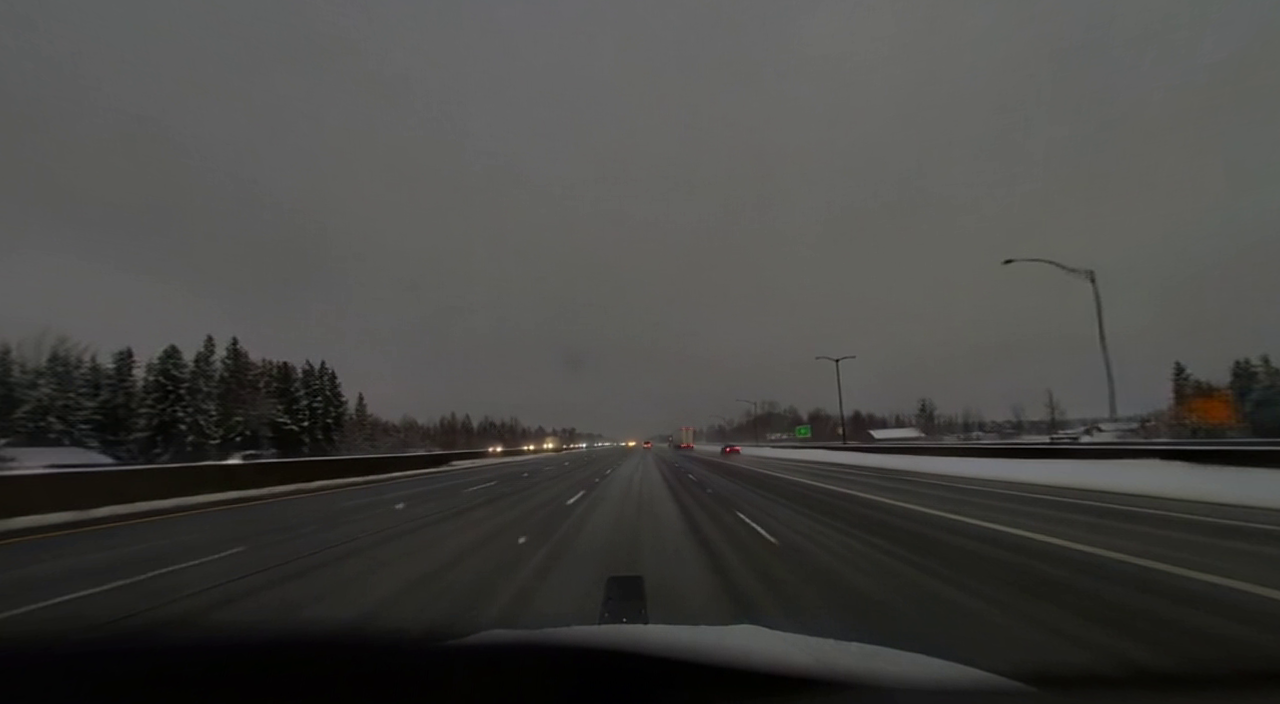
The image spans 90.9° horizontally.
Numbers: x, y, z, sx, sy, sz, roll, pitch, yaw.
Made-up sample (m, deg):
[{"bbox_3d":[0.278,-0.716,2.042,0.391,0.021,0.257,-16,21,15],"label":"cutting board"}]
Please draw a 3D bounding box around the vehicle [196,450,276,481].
[{"bbox_3d":[-27.389,7.659,42.967,2.166,1.899,4.886,0,-8,0],"label":"vehicle"}]
